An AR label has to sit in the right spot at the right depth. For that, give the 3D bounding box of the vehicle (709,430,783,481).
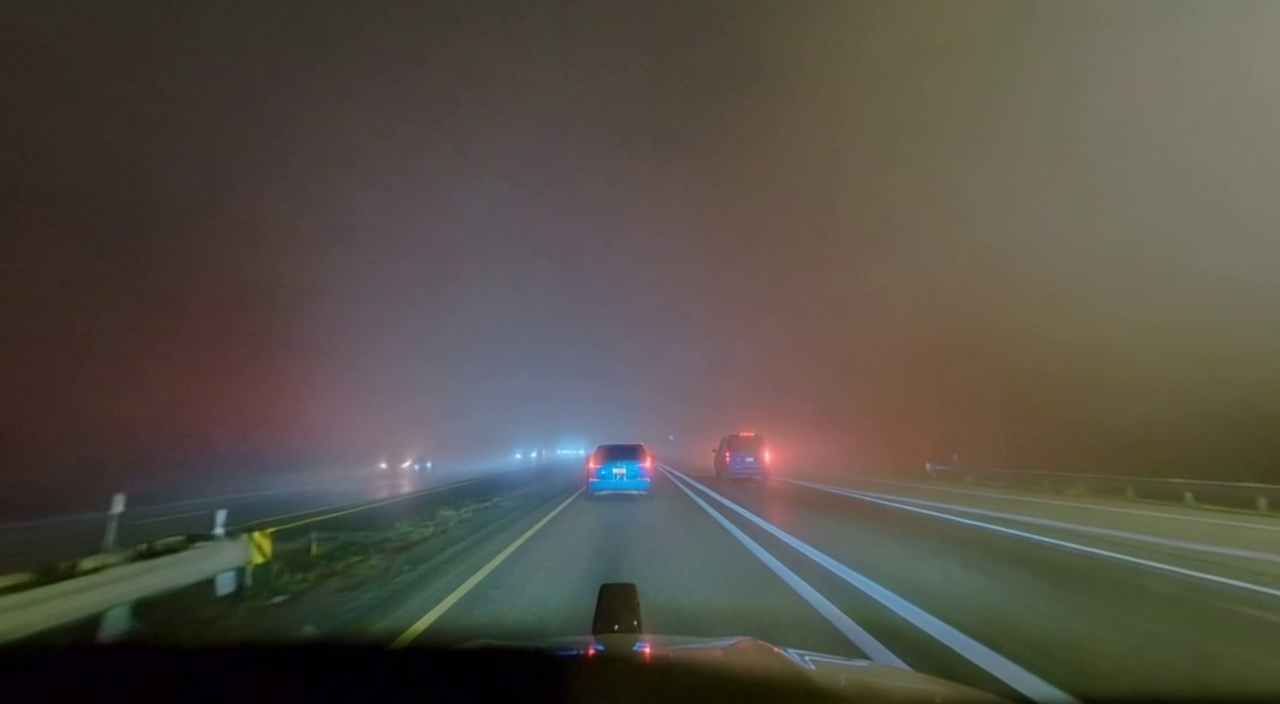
[{"bbox_3d":[4.404,4.404,26.934,2.261,1.952,4.784,0,-9,-1],"label":"vehicle"}]

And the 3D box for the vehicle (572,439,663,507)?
[{"bbox_3d":[-0.504,2.978,15.799,2.029,1.483,3.769,0,-9,0],"label":"vehicle"}]

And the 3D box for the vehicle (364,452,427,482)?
[{"bbox_3d":[-13.763,6.488,35.590,1.910,1.517,4.274,0,-9,-1],"label":"vehicle"}]
